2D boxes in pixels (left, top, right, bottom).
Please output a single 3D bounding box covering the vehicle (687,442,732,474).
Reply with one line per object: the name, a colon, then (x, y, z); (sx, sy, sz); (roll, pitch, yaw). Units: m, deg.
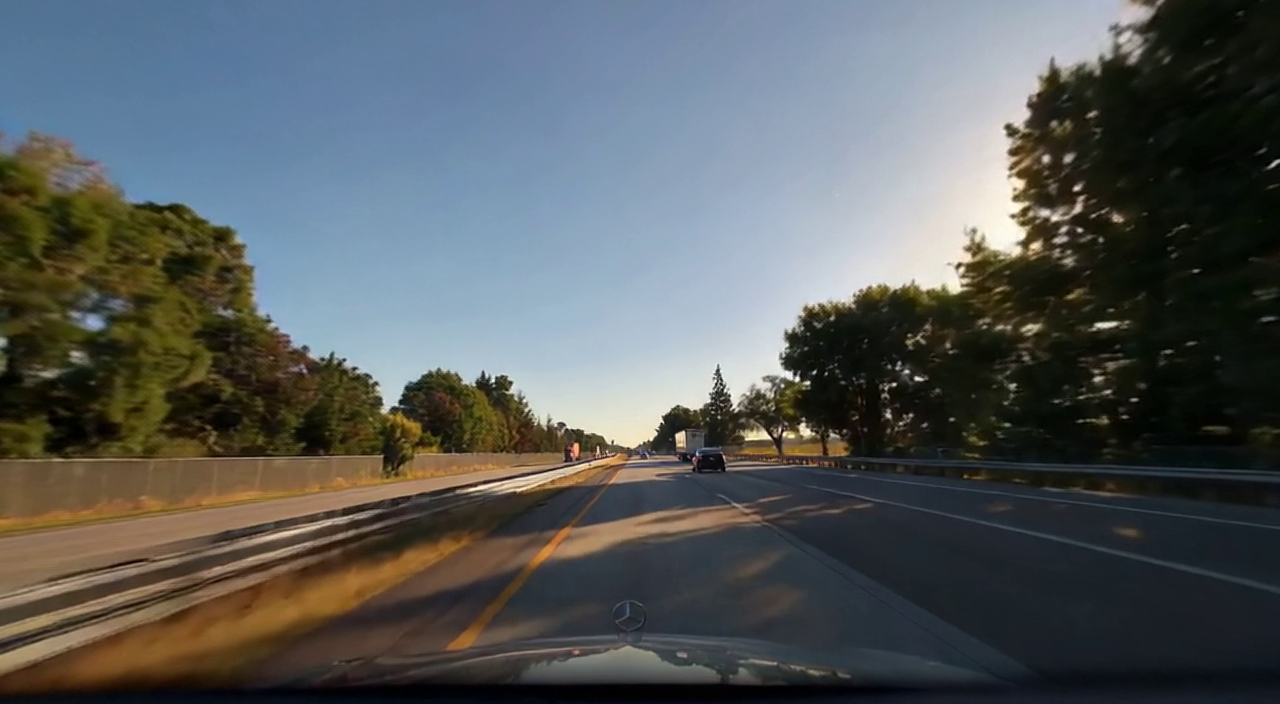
vehicle: (3.990, 6.222, 36.999); (2.093, 1.742, 4.167); (0, -9, -1)
